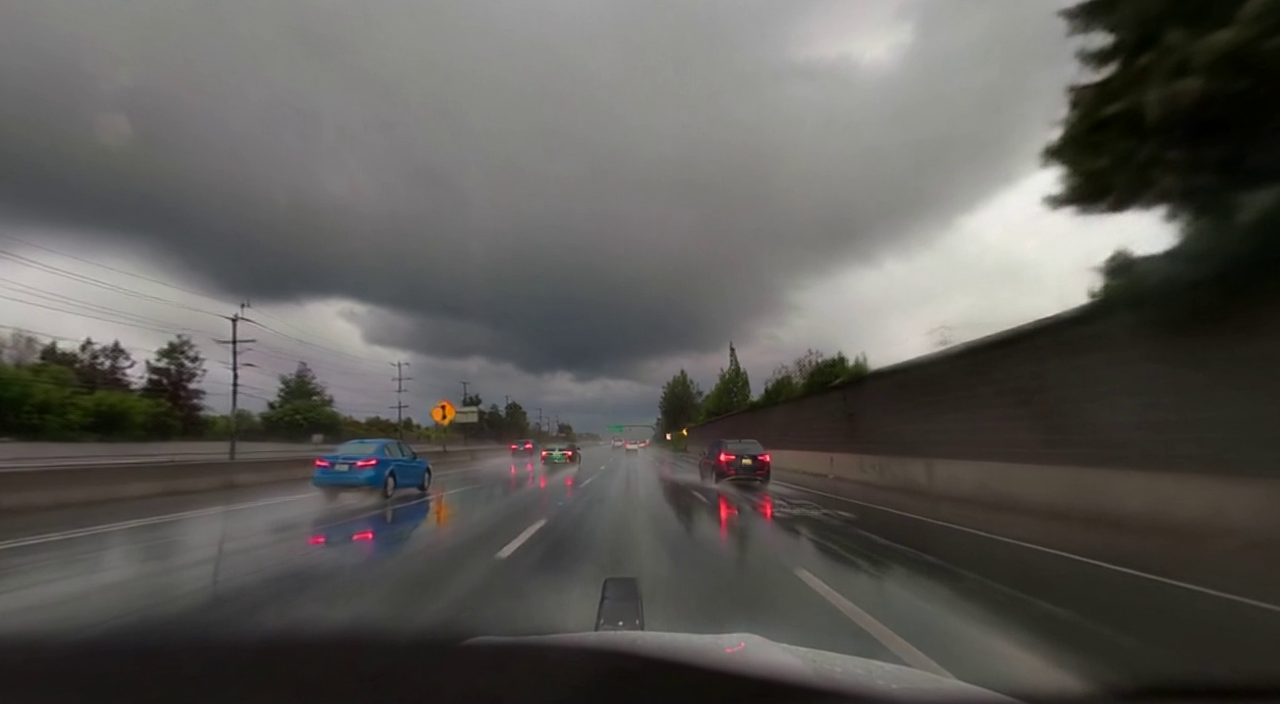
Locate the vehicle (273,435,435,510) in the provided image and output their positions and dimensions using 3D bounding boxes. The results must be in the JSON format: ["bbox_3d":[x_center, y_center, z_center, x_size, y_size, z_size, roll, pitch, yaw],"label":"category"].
[{"bbox_3d":[-6.466,2.747,14.902,1.903,1.482,4.180,0,-8,-1],"label":"vehicle"}]

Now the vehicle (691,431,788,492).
[{"bbox_3d":[2.893,3.314,19.493,2.100,1.659,4.387,0,-8,-2],"label":"vehicle"}]

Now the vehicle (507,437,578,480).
[{"bbox_3d":[-3.647,4.082,24.520,2.066,1.488,4.377,0,-8,0],"label":"vehicle"}]
